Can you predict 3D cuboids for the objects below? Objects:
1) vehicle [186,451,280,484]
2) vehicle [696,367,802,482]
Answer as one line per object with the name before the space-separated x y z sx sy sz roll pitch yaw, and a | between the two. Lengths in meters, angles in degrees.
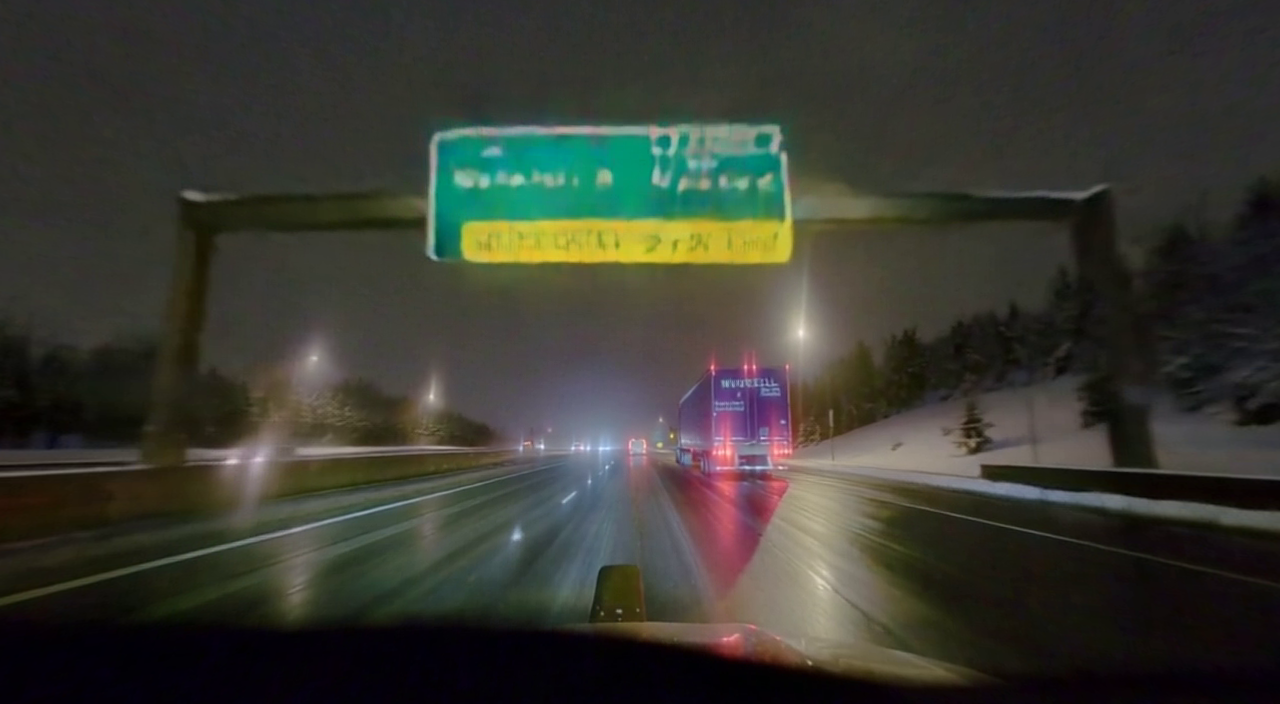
vehicle | -19.176 5.441 29.762 1.800 1.453 3.931 0 -9 1
vehicle | 4.221 3.207 26.482 2.869 4.013 8.610 0 -9 0
